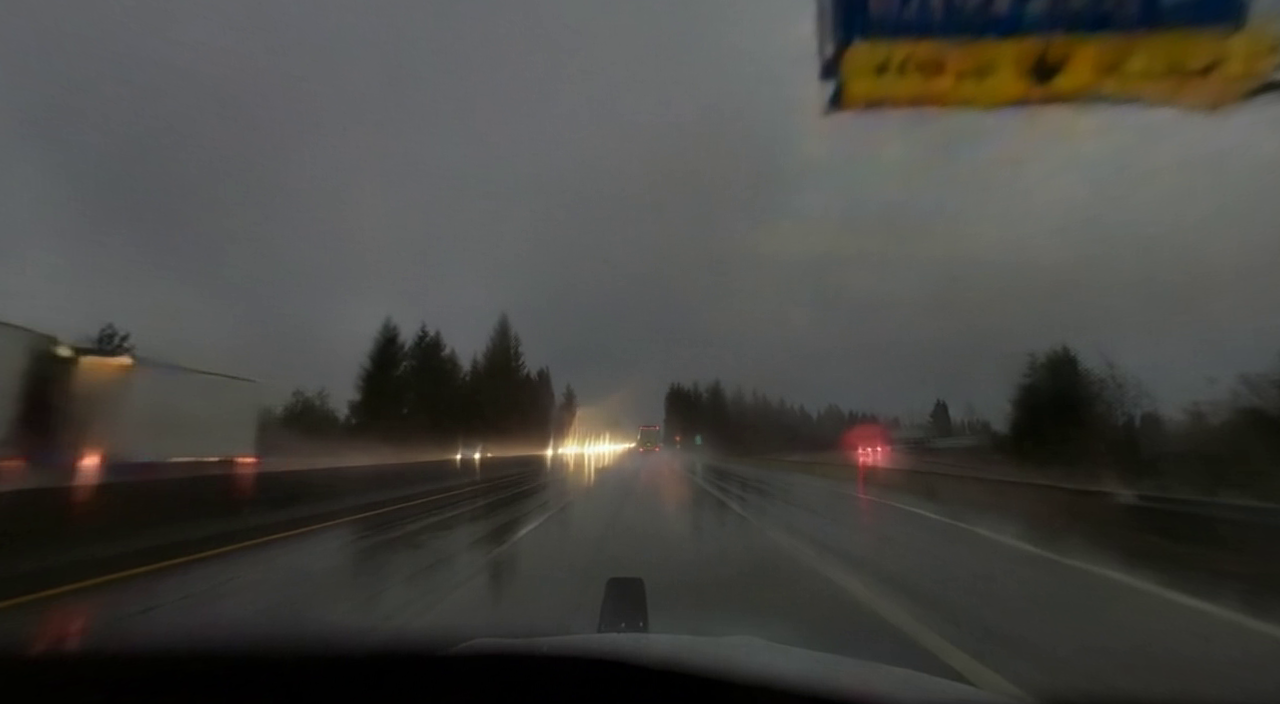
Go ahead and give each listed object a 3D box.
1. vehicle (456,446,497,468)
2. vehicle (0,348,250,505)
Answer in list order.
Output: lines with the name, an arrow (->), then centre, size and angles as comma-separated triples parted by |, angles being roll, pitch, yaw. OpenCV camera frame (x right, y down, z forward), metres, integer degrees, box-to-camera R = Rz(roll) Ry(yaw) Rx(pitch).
vehicle -> -11.528, 7.427, 44.644 | 1.827, 1.465, 4.048 | 0, -9, 0
vehicle -> -16.437, 2.476, 20.015 | 2.866, 3.987, 7.870 | 0, -9, 1
